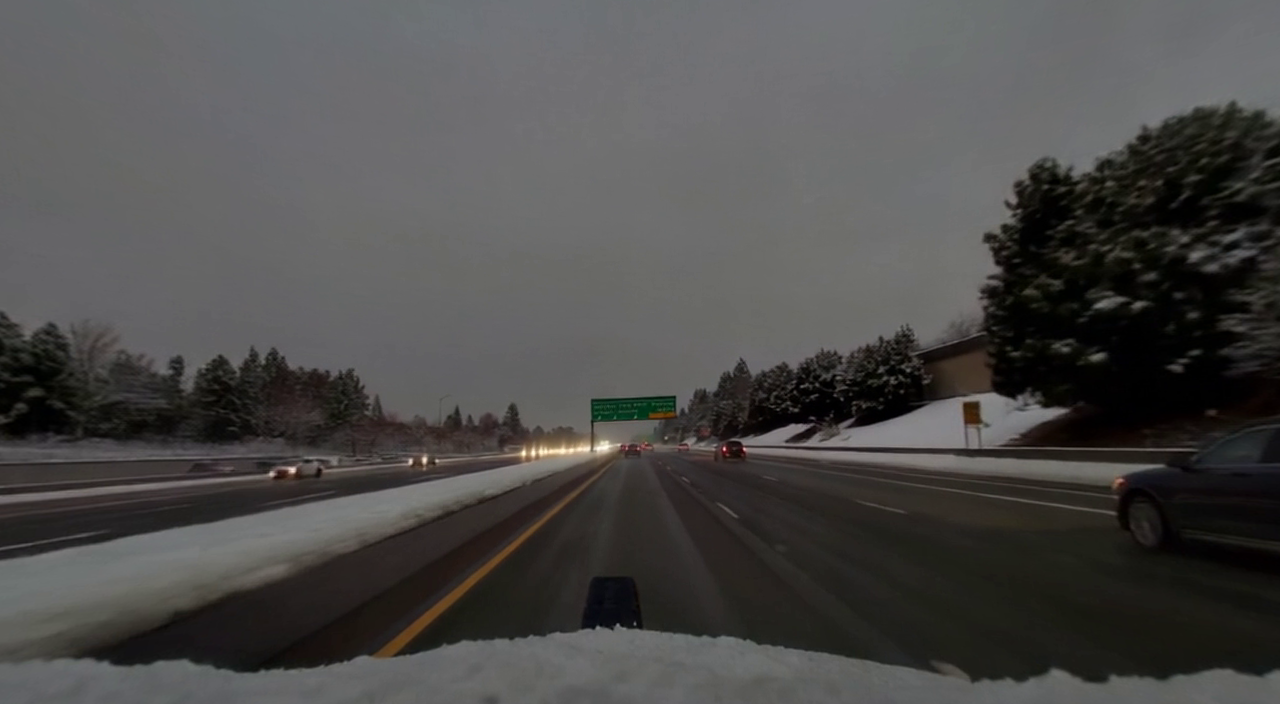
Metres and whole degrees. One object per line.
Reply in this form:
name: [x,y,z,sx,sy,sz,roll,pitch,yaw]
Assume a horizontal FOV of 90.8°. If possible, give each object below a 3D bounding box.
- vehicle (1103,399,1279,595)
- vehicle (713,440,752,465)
vehicle: [6.533,1.174,4.969,2.052,1.660,4.837,0,-9,-1]
vehicle: [6.490,7.076,44.624,2.030,1.706,4.279,0,-9,-1]
